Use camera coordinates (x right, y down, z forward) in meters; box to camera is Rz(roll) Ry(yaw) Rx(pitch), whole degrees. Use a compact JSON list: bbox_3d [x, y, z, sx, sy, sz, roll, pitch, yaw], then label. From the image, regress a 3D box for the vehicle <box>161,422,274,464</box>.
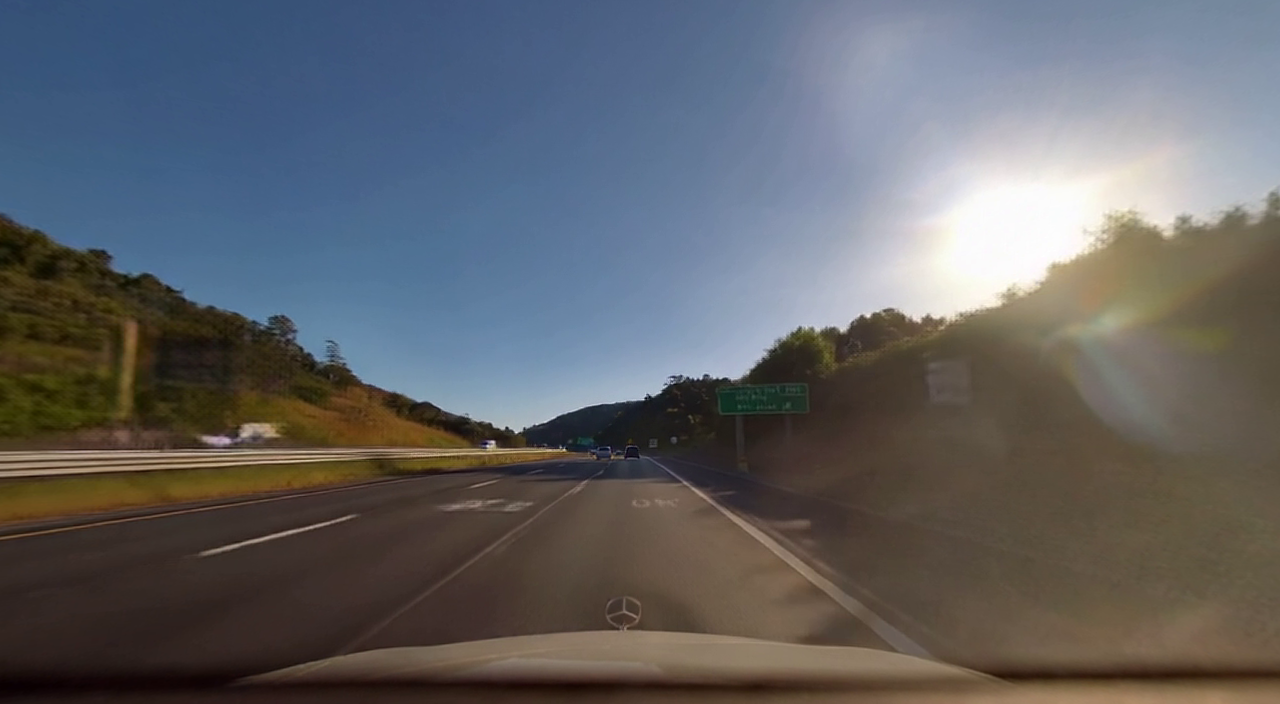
[{"bbox_3d":[-19.226,4.199,29.009,1.984,1.749,4.632,0,-9,-1],"label":"vehicle"}]
